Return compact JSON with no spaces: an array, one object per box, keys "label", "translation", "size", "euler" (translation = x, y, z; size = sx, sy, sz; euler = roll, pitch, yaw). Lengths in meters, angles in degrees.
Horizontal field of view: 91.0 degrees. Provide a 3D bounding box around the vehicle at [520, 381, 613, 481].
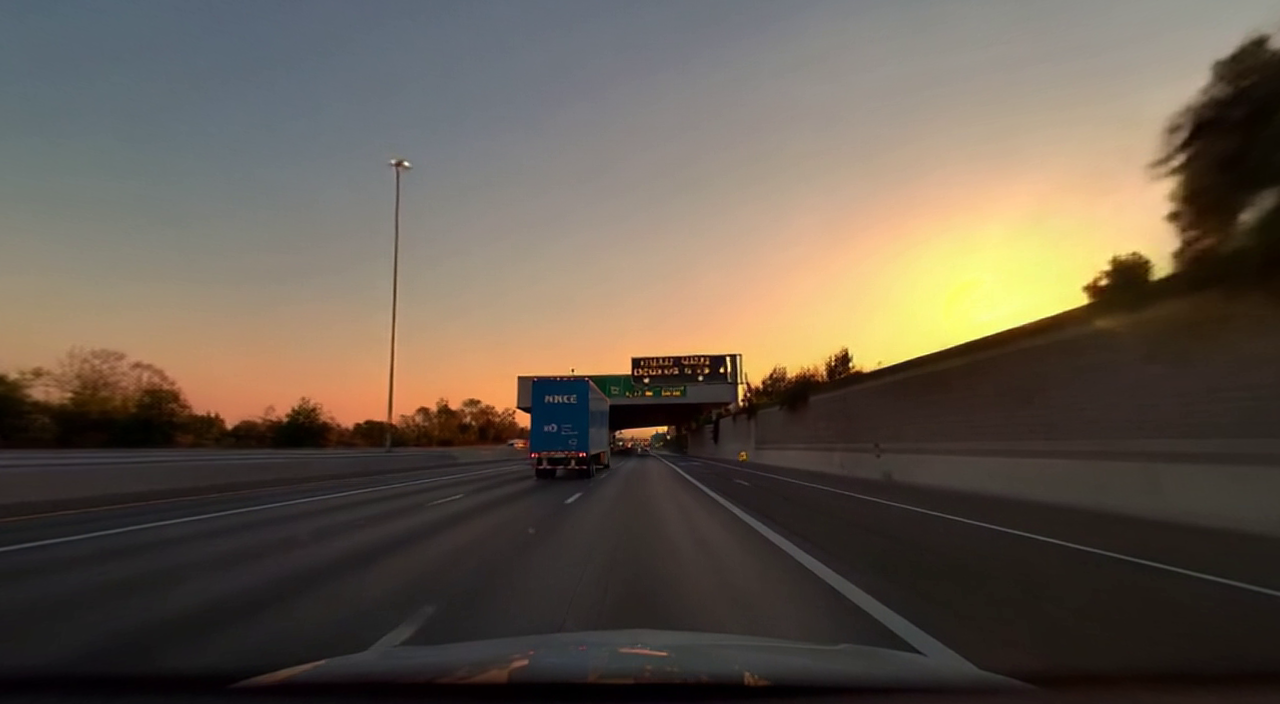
[{"label":"vehicle","translation":[-3.161,3.981,30.680],"size":[3.059,3.956,11.036],"euler":[0,-9,1]}]
